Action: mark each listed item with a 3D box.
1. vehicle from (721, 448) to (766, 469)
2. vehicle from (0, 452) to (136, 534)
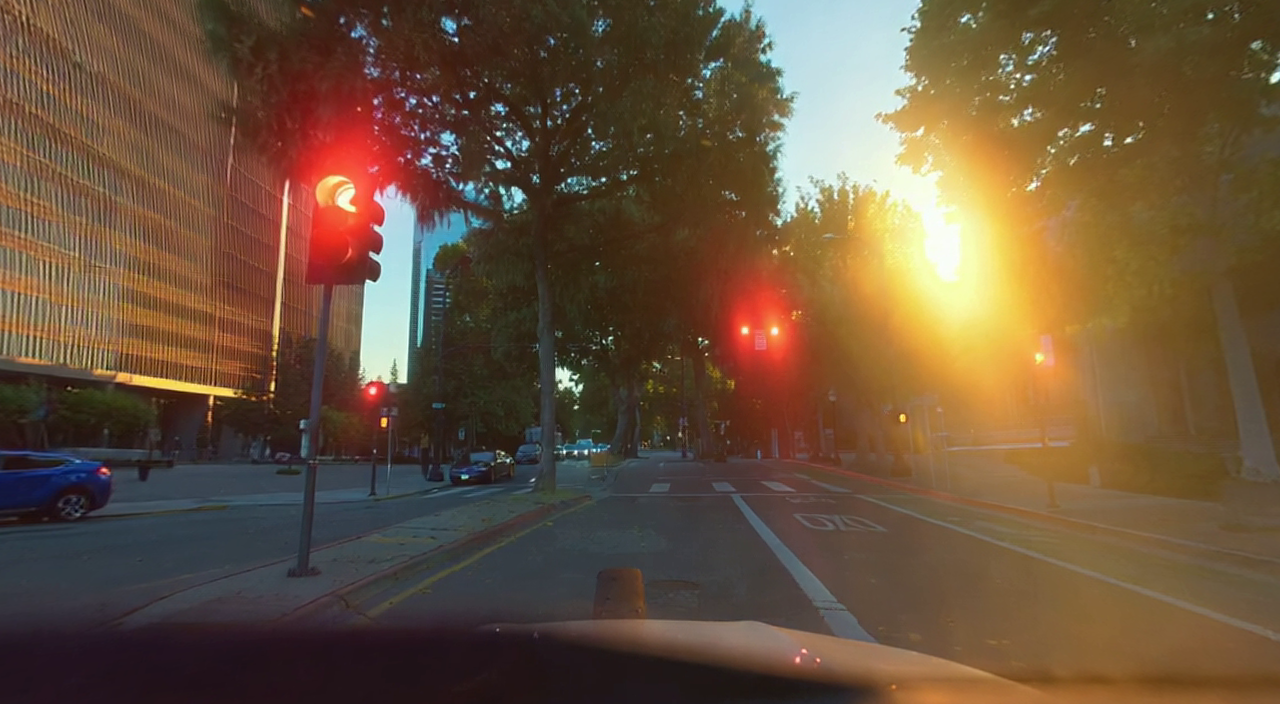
[{"bbox_3d":[7.860,8.126,48.415,1.829,1.440,4.384,2,-9,-14],"label":"vehicle"},{"bbox_3d":[-12.858,2.715,12.271,4.598,1.490,1.816,7,-11,-40],"label":"vehicle"}]
